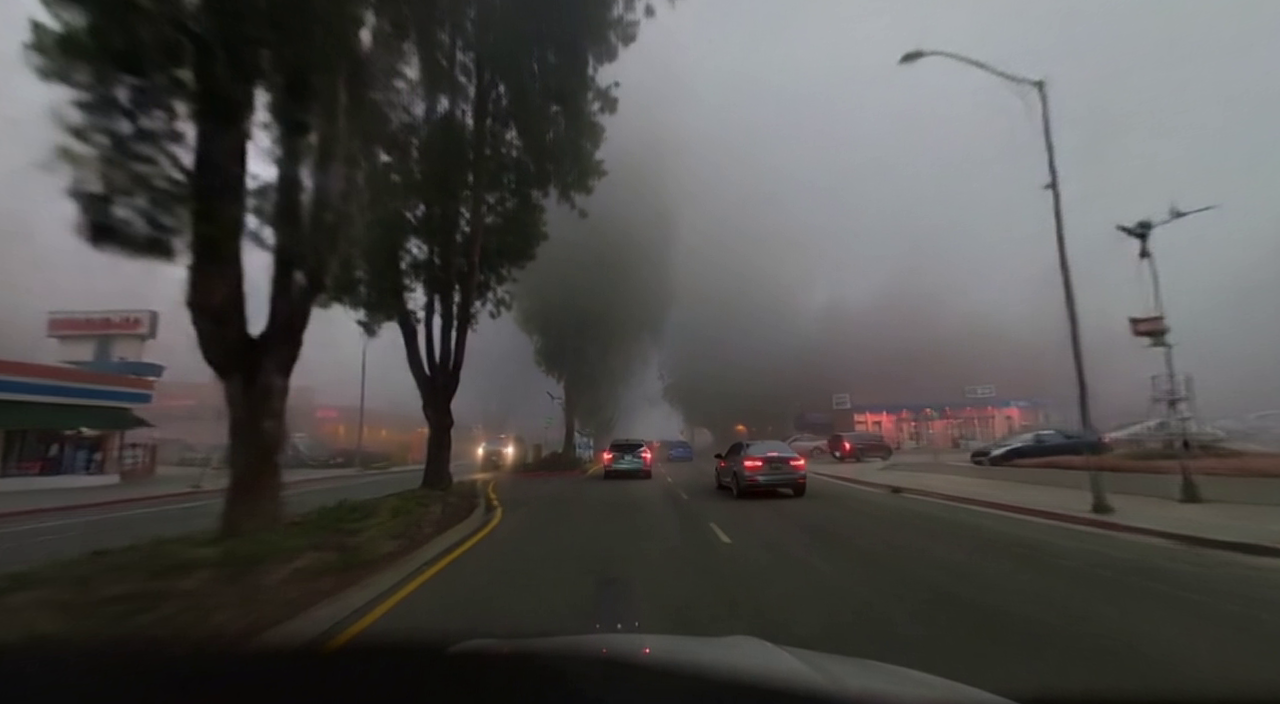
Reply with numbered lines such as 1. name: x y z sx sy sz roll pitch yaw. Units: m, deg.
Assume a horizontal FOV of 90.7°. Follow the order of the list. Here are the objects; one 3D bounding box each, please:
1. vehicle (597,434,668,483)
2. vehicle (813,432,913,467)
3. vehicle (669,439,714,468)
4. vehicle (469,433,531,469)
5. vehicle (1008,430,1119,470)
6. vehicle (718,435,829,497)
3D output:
1. vehicle: -0.276 3.718 22.334 2.232 1.508 4.319 0 -9 -1
2. vehicle: 11.414 5.012 32.575 4.291 1.652 2.122 1 -9 -7
3. vehicle: 2.832 5.696 35.711 2.098 1.527 3.966 0 -9 -2
4. vehicle: -8.277 5.950 38.036 2.320 1.949 5.755 -1 -9 2
5. vehicle: 17.509 4.107 26.461 1.772 1.478 4.381 0 -9 2
6. vehicle: 3.459 3.046 17.279 2.060 1.471 4.168 0 -9 -1
